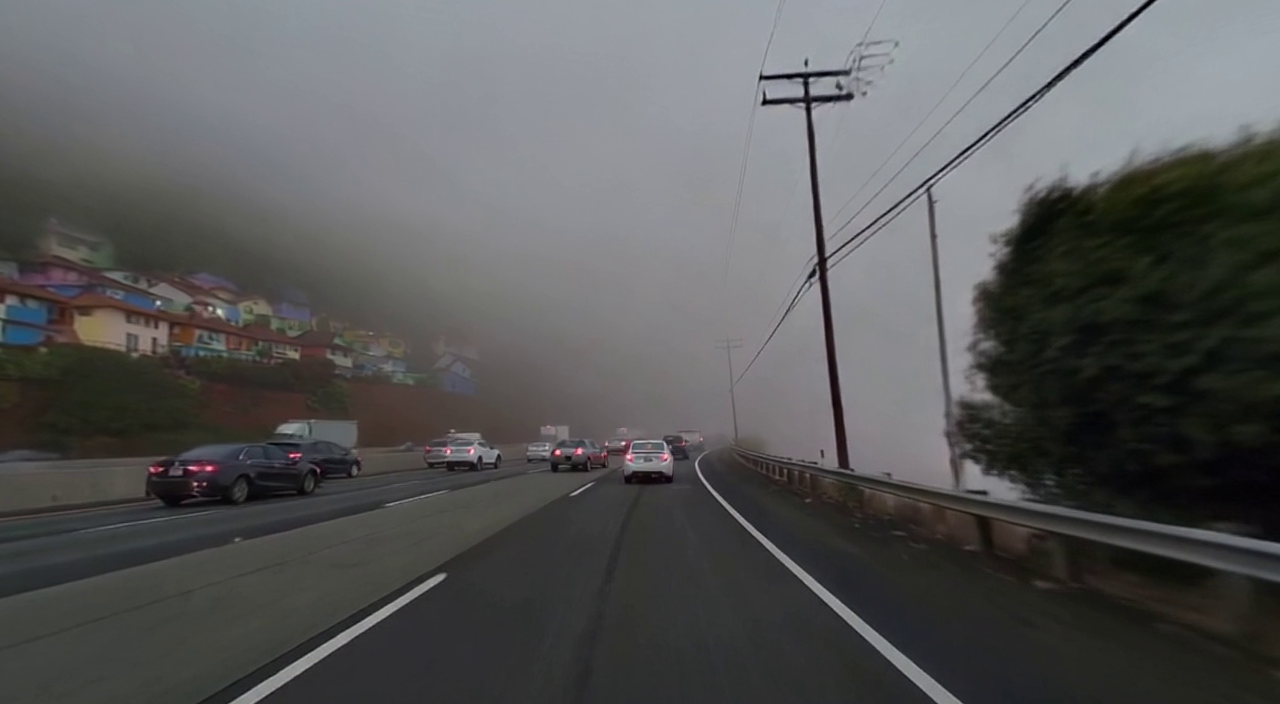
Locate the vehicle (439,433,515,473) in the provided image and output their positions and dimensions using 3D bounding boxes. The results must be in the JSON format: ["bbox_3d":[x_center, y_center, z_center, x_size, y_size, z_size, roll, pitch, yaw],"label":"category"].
[{"bbox_3d":[-7.859,4.926,30.955,2.080,1.833,4.461,-1,-8,7],"label":"vehicle"}]

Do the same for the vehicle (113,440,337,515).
[{"bbox_3d":[-9.385,2.823,14.840,1.959,1.469,4.450,-1,-8,5],"label":"vehicle"}]

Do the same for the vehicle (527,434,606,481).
[{"bbox_3d":[-2.703,4.036,24.395,2.121,1.639,4.383,-1,-8,6],"label":"vehicle"}]

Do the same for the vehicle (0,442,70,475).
[{"bbox_3d":[-35.265,5.946,35.328,1.970,1.772,4.703,-1,-8,6],"label":"vehicle"}]

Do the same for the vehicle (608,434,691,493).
[{"bbox_3d":[0.357,3.151,18.209,2.109,1.495,3.935,-1,-8,3],"label":"vehicle"}]
